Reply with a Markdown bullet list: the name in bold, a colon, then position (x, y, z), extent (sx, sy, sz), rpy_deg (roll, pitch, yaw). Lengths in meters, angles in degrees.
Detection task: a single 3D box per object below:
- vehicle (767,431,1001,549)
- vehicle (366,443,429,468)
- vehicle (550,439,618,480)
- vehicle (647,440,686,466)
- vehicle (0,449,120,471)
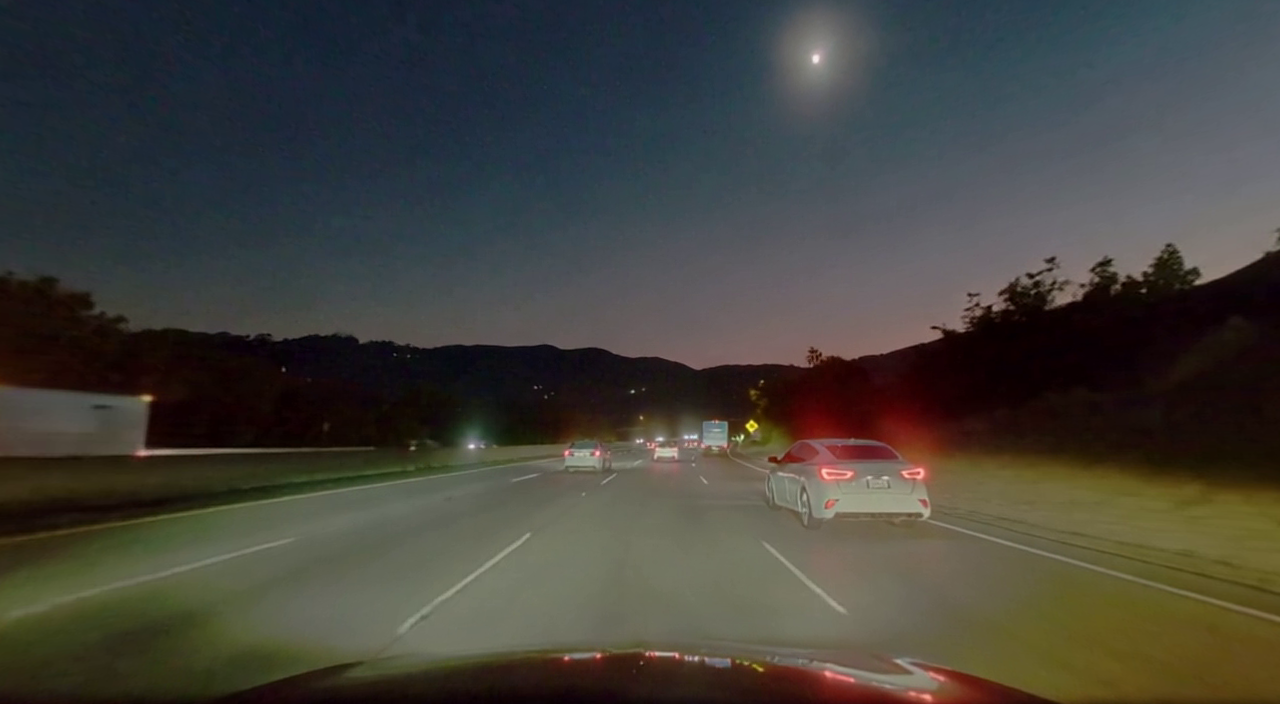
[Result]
- **vehicle**: position (3.508, 2.056, 10.133), extent (2.013, 1.464, 4.317), rpy_deg (0, -8, 0)
- **vehicle**: position (-15.304, 6.535, 40.032), extent (1.976, 1.471, 4.337), rpy_deg (-1, -8, 4)
- **vehicle**: position (-2.142, 4.299, 25.575), extent (2.031, 1.491, 4.792), rpy_deg (-1, -8, 3)
- **vehicle**: position (1.671, 6.128, 38.449), extent (2.202, 1.467, 3.929), rpy_deg (-1, -8, 4)
- **vehicle**: position (-31.648, 5.357, 31.340), extent (2.779, 0.963, 9.612), rpy_deg (-1, -8, 7)
